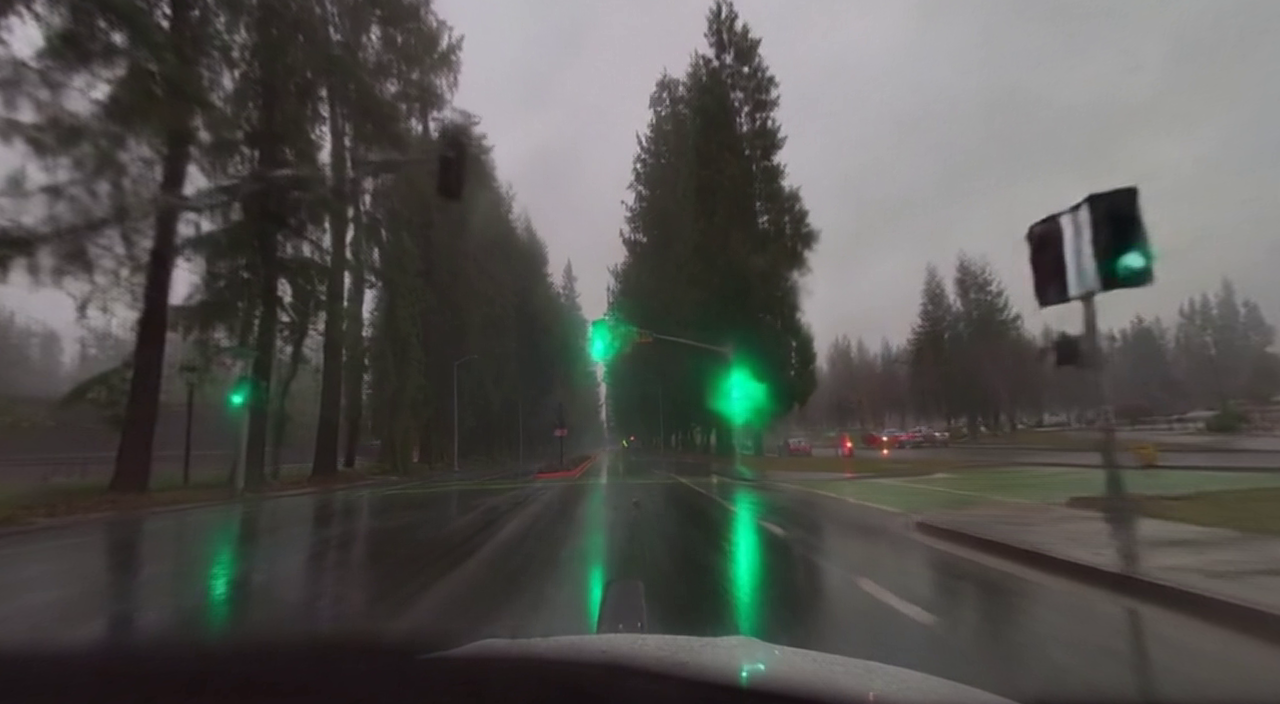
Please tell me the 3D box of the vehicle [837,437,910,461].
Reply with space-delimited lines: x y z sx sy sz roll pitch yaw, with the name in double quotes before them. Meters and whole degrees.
"vehicle" 14.666 6.110 39.801 3.914 1.415 1.626 0 -8 1
